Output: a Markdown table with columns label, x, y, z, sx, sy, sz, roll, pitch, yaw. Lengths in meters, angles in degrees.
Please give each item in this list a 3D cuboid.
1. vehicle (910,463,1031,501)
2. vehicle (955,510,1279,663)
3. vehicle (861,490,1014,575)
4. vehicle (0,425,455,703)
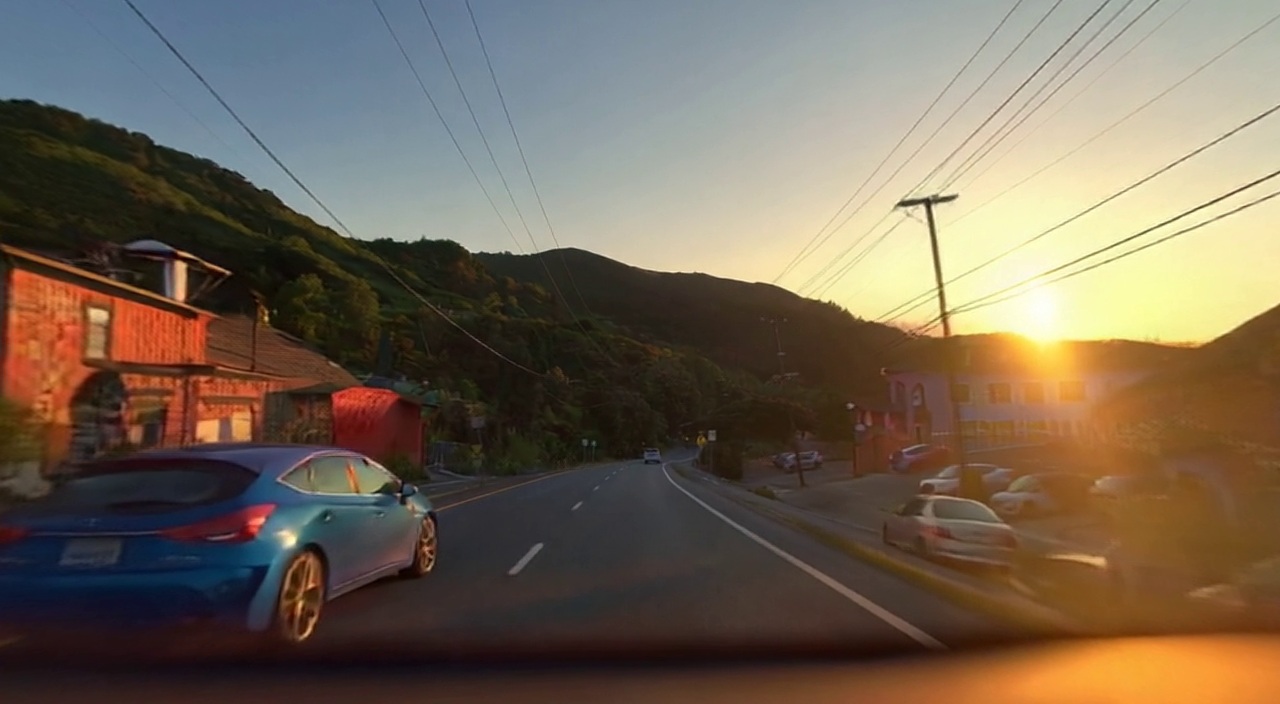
| label | x | y | z | sx | sy | sz | roll | pitch | yaw |
| --- | --- | --- | --- | --- | --- | --- | --- | --- | --- |
| vehicle | 16.829 | 6.635 | 32.389 | 4.995 | 1.794 | 2.020 | -1 | -9 | 4 |
| vehicle | 7.127 | 3.512 | 10.216 | 1.791 | 1.445 | 4.412 | 0 | -9 | 0 |
| vehicle | 7.282 | 4.438 | 15.992 | 1.976 | 1.563 | 3.852 | 0 | -9 | 0 |
| vehicle | -3.031 | 1.382 | 4.826 | 1.972 | 1.496 | 4.150 | 0 | -9 | 0 |
